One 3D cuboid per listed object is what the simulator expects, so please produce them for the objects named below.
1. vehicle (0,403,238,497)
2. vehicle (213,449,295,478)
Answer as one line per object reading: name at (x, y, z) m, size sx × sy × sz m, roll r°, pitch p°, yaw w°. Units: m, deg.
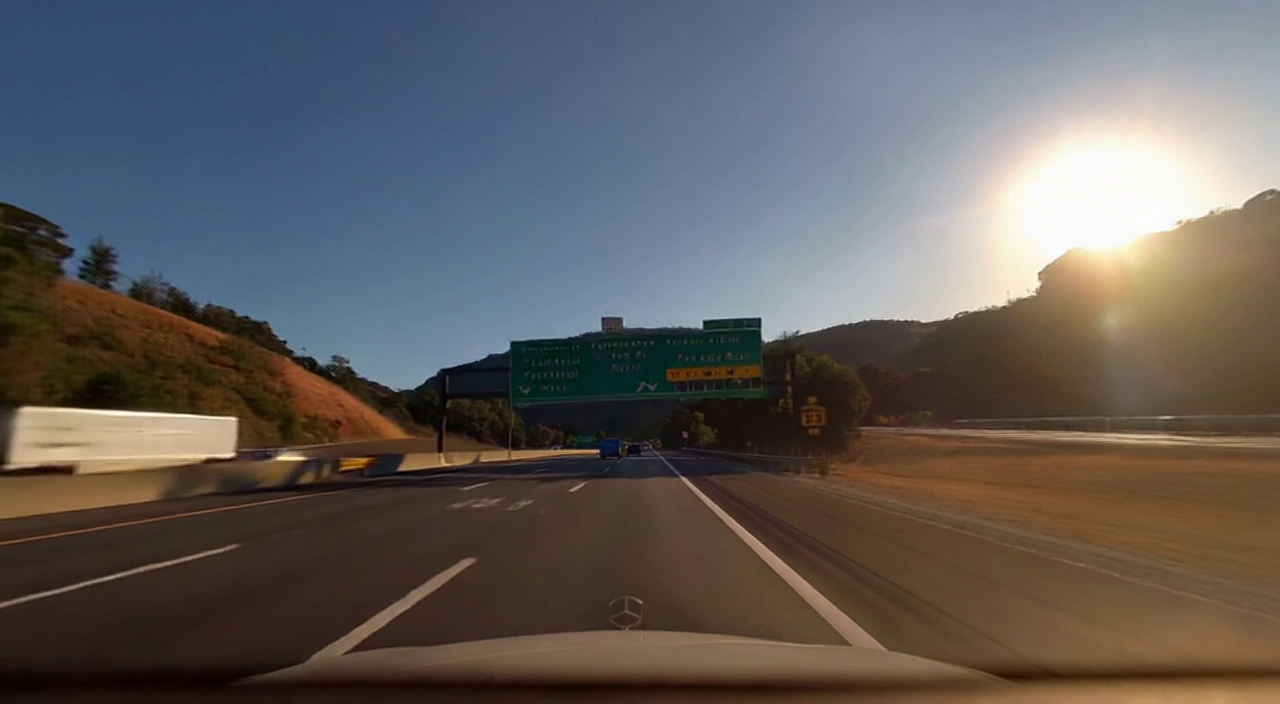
vehicle at (-30.035, 5.546, 35.955) m, size 2.908 × 4.172 × 16.531 m, roll 0°, pitch -8°, yaw 1°
vehicle at (-25.007, 7.218, 40.905) m, size 2.041 × 1.728 × 4.935 m, roll 0°, pitch -8°, yaw 2°
